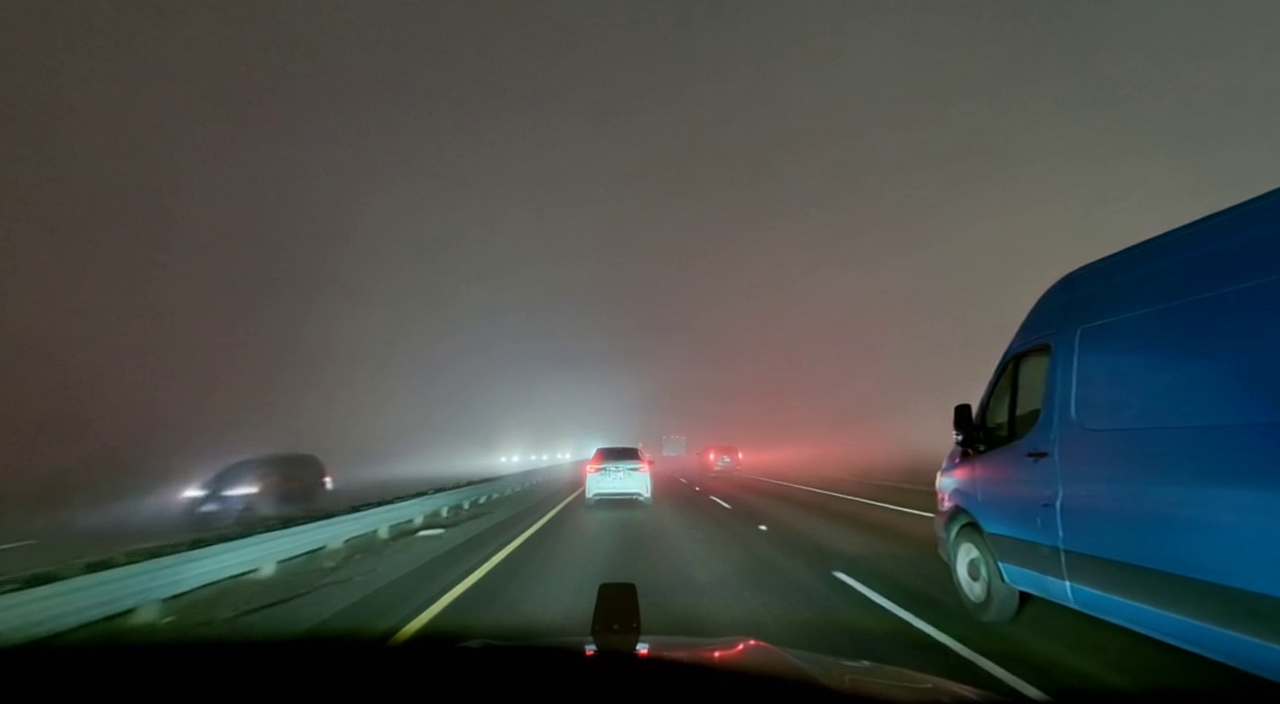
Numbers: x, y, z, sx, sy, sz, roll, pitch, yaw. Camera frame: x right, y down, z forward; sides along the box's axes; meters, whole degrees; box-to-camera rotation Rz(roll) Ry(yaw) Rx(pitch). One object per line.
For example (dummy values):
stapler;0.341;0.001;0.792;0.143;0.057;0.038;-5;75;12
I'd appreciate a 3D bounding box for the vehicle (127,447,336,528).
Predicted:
vehicle;-8.729;2.880;13.934;1.894;1.505;4.103;0;-9;0

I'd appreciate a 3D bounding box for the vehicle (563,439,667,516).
vehicle;-0.505;2.751;14.172;2.029;1.483;3.769;0;-9;0

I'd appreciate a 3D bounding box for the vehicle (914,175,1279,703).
vehicle;3.861;0.533;2.930;2.399;2.421;5.829;0;-9;-1

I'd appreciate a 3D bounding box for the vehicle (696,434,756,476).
vehicle;4.240;5.190;31.730;2.261;1.952;4.784;0;-9;-1
